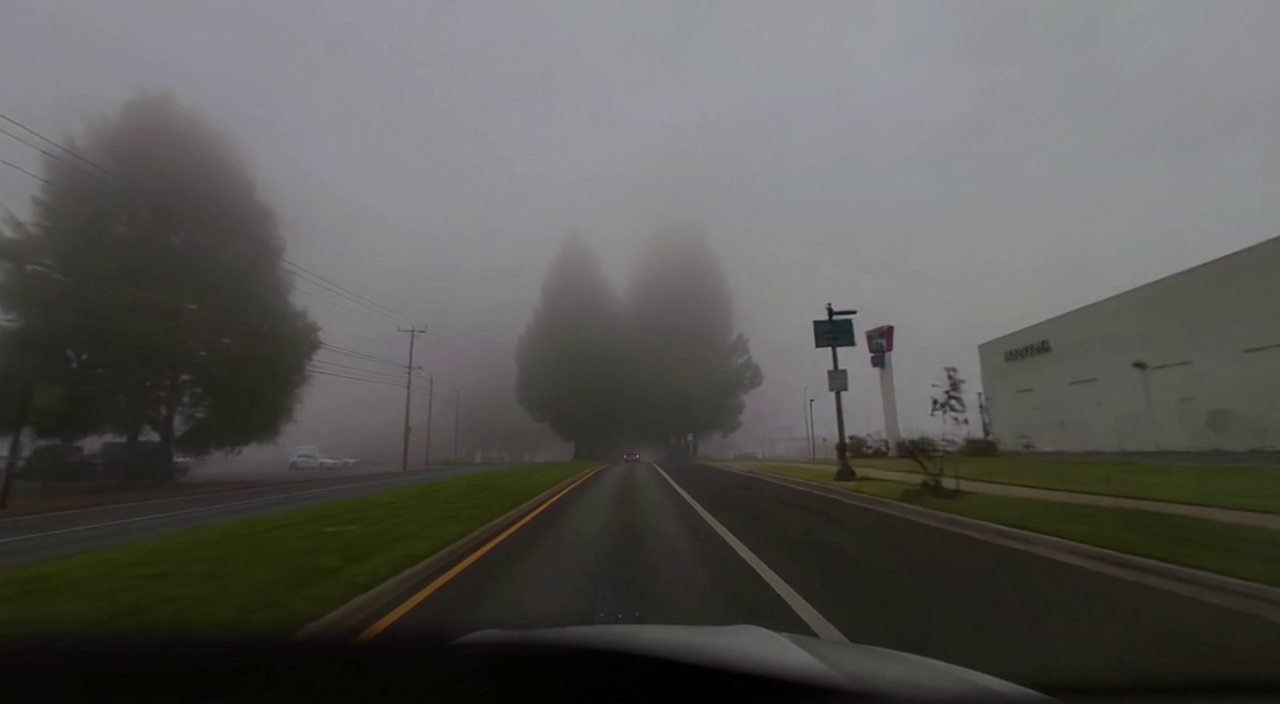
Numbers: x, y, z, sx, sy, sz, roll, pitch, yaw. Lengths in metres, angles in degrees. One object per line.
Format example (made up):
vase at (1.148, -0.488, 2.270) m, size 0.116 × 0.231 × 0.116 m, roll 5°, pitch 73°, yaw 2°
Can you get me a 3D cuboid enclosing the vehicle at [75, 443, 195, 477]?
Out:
vehicle at (-23.618, 5.023, 29.845) m, size 1.815 × 1.460 × 4.642 m, roll 0°, pitch -8°, yaw 0°
